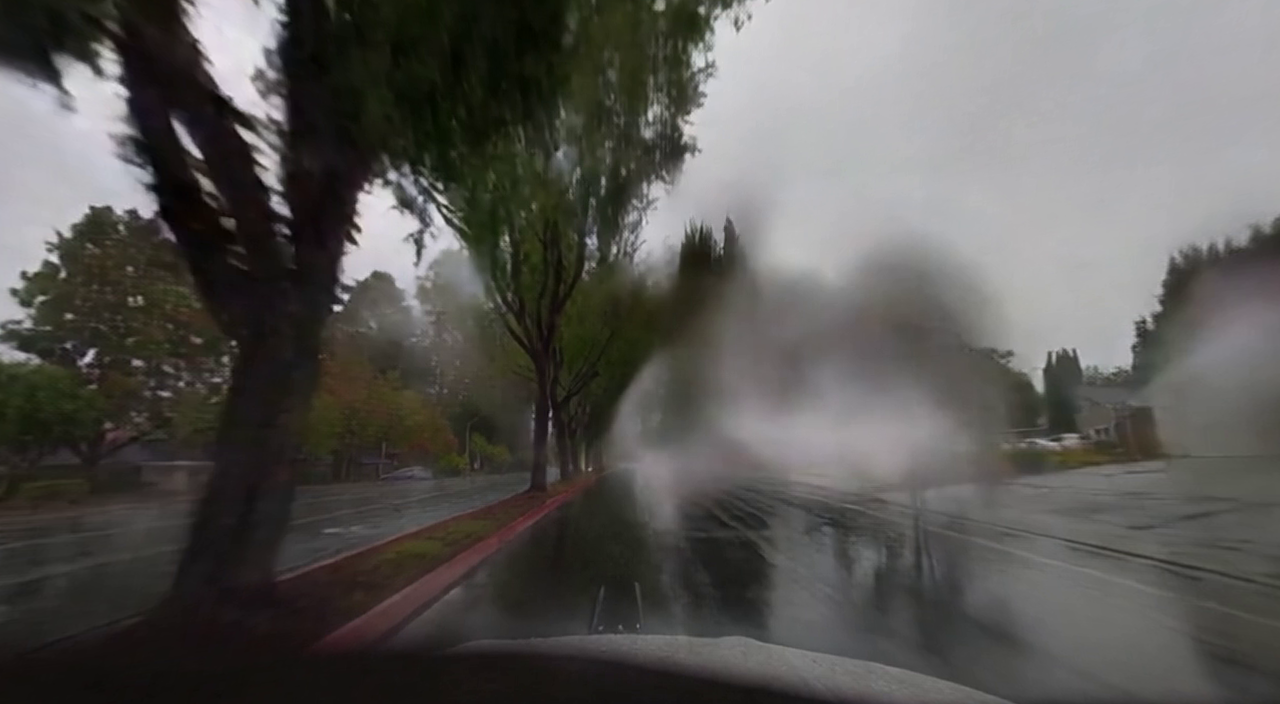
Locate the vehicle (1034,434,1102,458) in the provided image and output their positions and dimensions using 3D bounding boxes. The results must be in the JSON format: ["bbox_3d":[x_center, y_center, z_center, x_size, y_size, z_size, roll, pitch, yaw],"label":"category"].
[{"bbox_3d":[32.402,7.168,47.954,2.031,1.648,4.246,0,-11,-2],"label":"vehicle"}]
